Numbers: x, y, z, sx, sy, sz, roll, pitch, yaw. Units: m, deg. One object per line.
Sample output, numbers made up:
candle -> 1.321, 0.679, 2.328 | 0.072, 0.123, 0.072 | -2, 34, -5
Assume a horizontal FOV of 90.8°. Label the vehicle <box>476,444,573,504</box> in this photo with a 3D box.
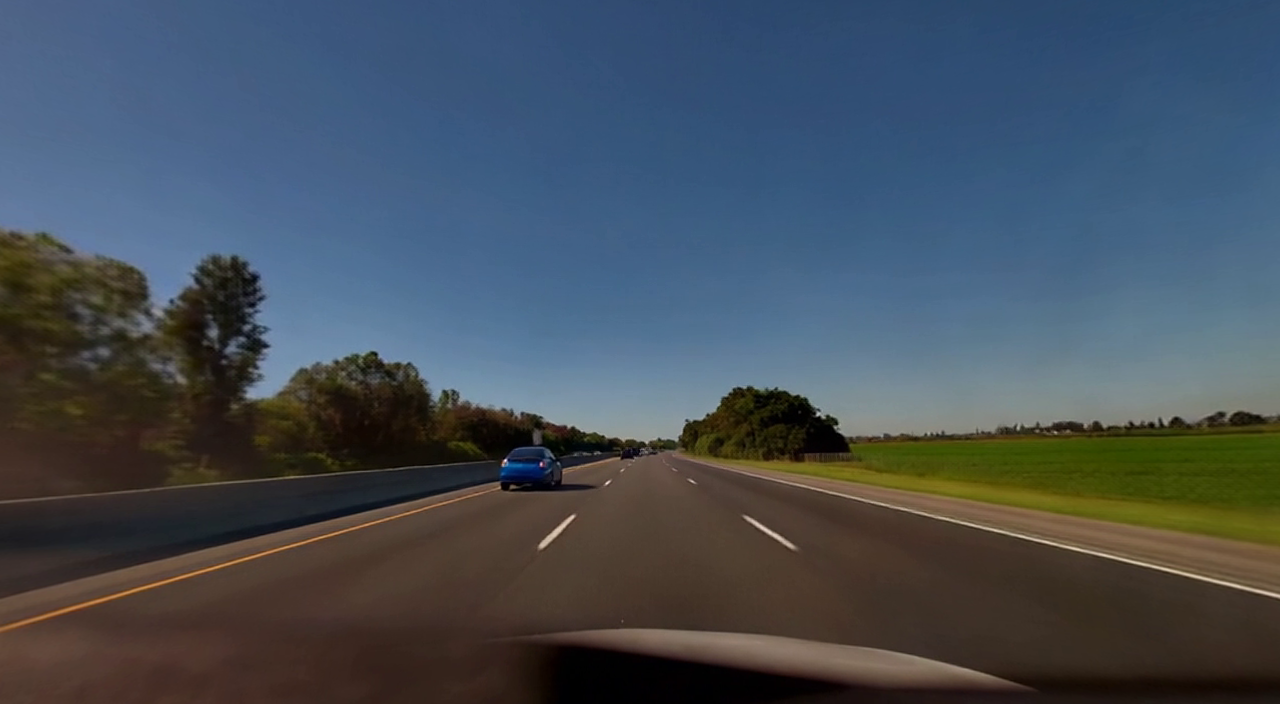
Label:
vehicle -> -3.222, 3.512, 18.551 | 1.945, 1.537, 4.294 | 0, -9, 1
